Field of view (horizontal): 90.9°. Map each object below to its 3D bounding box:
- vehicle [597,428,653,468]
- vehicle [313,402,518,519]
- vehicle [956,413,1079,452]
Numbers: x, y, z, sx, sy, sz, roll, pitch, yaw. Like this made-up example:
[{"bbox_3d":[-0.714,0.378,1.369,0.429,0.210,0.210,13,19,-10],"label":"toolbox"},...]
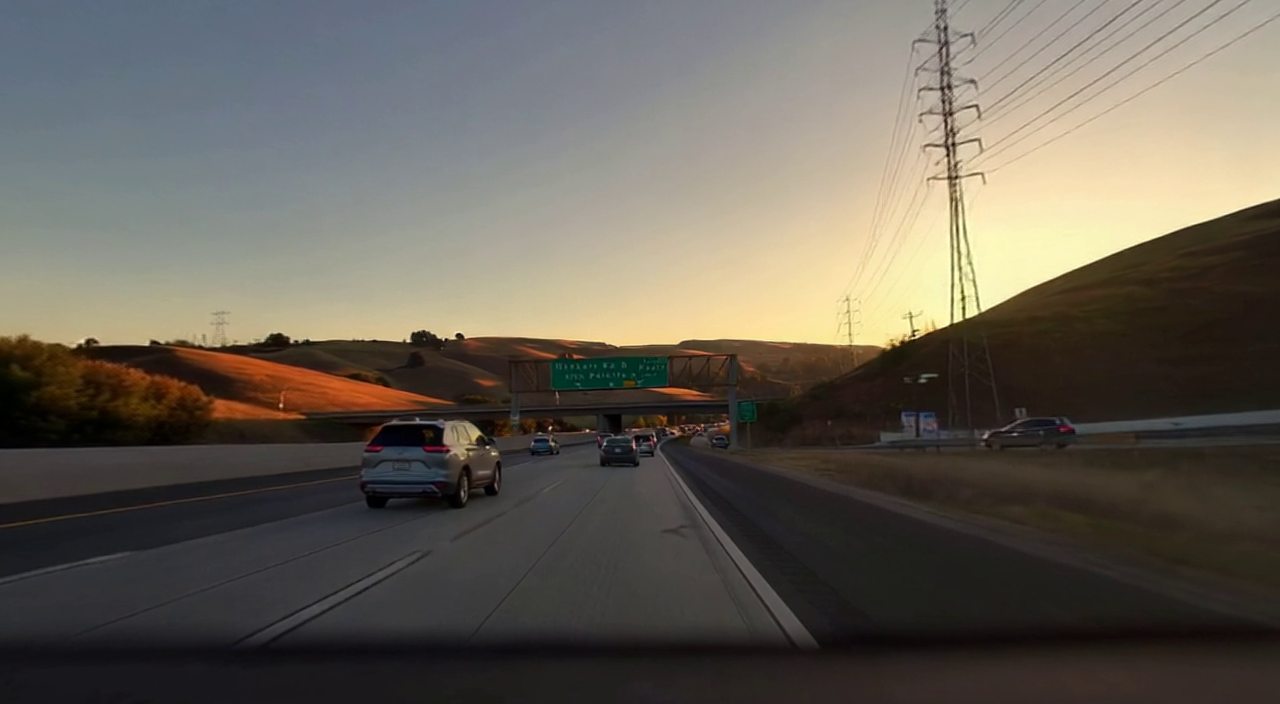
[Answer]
[{"bbox_3d":[-0.592,4.347,28.469,2.193,1.651,3.946,-1,-8,4],"label":"vehicle"},{"bbox_3d":[-4.066,2.092,12.569,2.228,1.845,4.847,0,-8,1],"label":"vehicle"},{"bbox_3d":[26.631,5.793,44.777,2.571,2.571,6.876,7,-11,-41],"label":"vehicle"}]
